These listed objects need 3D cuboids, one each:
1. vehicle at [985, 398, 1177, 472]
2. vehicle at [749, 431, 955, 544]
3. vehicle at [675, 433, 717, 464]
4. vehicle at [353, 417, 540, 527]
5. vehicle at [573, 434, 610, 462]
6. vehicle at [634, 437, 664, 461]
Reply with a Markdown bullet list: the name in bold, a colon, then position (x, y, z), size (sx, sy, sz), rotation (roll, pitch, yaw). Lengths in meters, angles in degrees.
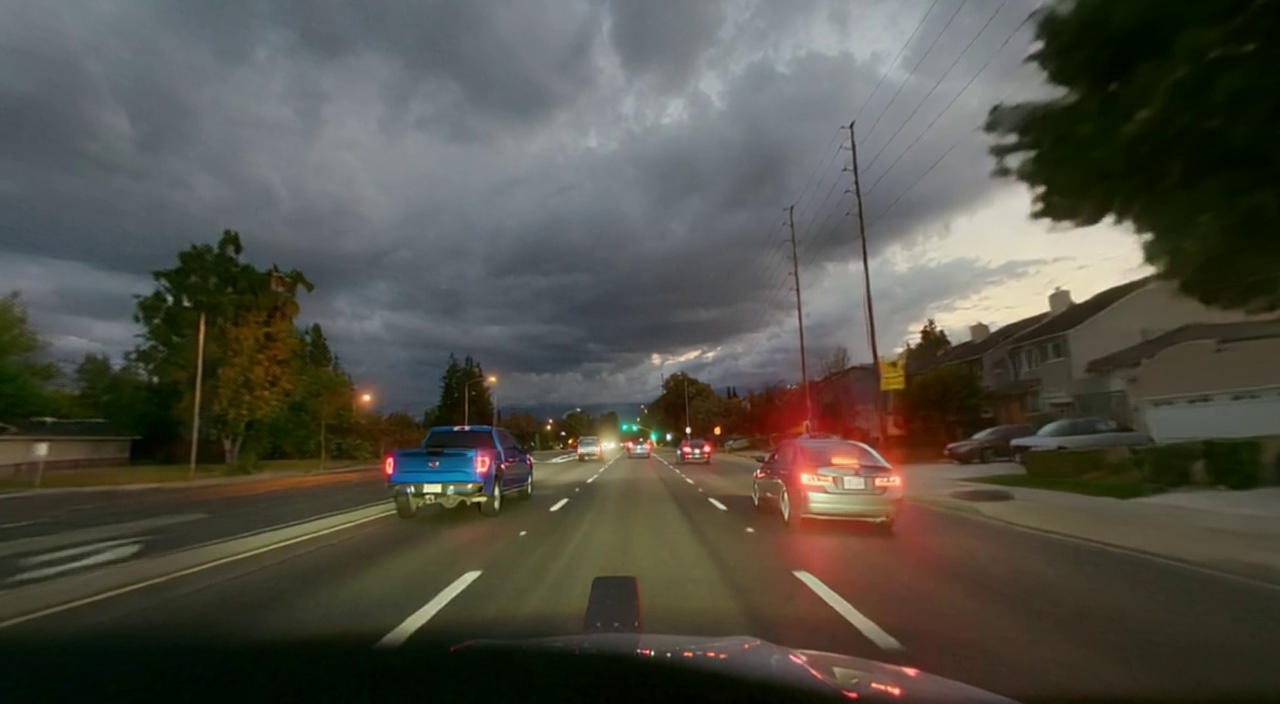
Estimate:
- **vehicle**: position (14.951, 2.848, 21.678), size (4.801, 2.233, 2.222), rotation (-2, -8, -1)
- **vehicle**: position (3.153, 2.066, 10.449), size (1.884, 1.463, 4.195), rotation (0, -8, -1)
- **vehicle**: position (3.477, 6.066, 40.097), size (2.099, 1.845, 4.363), rotation (0, -8, -2)
- **vehicle**: position (-3.519, 2.283, 12.818), size (2.111, 1.745, 5.274), rotation (0, -8, 0)
- **vehicle**: position (-3.349, 6.699, 44.367), size (2.218, 1.829, 4.492), rotation (0, -8, 0)
- **vehicle**: position (0.613, 6.936, 45.498), size (1.997, 1.636, 3.760), rotation (0, -8, -2)
